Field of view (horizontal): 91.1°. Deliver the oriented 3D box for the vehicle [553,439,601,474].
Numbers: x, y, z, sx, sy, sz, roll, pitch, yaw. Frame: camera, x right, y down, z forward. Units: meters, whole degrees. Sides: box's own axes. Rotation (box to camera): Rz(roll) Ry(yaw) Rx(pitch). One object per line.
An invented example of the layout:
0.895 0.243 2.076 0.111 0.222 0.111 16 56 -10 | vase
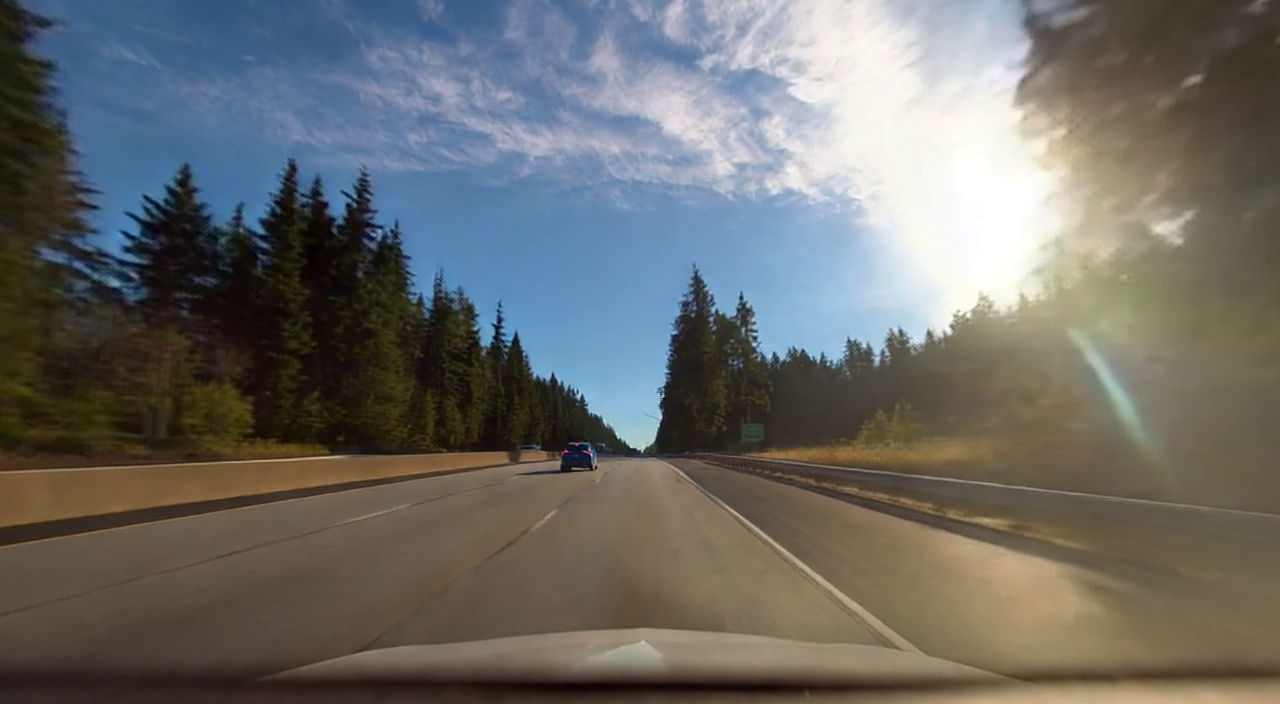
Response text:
-3.376 5.677 34.474 2.084 1.752 4.479 0 -8 1 | vehicle
